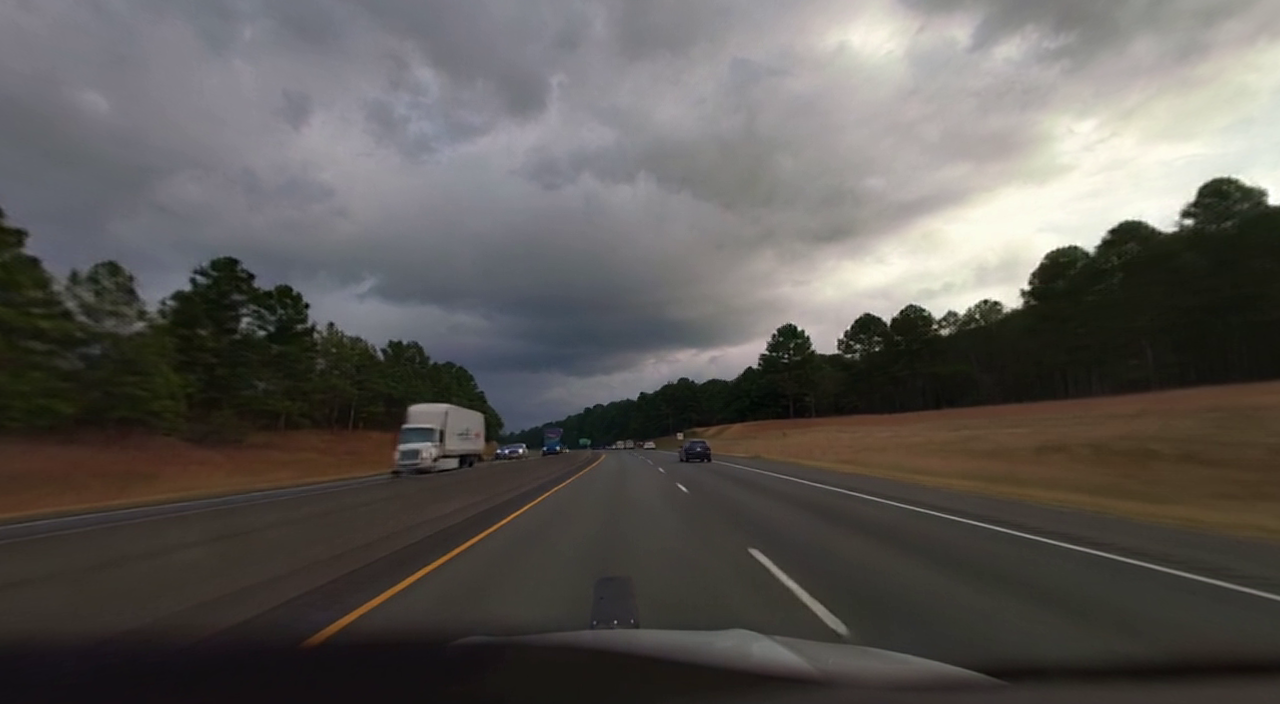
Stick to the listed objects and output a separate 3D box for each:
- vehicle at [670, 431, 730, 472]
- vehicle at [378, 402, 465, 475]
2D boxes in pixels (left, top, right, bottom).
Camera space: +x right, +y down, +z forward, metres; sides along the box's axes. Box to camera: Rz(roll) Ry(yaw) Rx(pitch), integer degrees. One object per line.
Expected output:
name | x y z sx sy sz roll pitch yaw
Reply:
vehicle | 2.589 4.418 28.105 2.043 1.673 4.016 0 -8 -3
vehicle | -12.446 5.005 36.429 3.000 3.815 5.831 0 -8 -2
